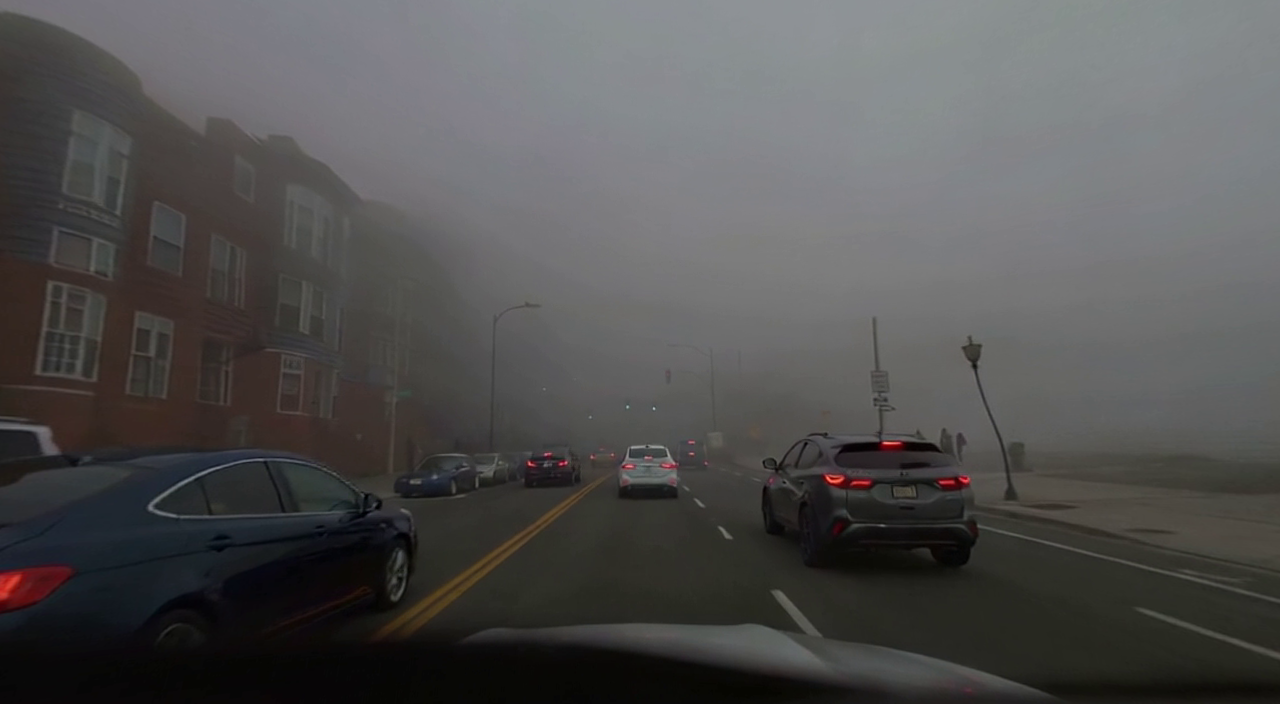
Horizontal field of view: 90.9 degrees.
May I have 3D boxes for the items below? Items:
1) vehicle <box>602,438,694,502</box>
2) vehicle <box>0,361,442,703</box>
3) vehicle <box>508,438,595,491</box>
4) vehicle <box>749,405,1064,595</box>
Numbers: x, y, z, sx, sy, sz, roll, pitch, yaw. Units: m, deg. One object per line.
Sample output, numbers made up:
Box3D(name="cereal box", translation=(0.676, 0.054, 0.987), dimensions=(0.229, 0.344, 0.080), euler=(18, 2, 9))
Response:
Box3D(name="vehicle", translation=(0.179, 3.077, 16.850), dimensions=(2.139, 1.466, 4.373), euler=(0, -9, 0))
Box3D(name="vehicle", translation=(-3.022, 1.143, 4.080), dimensions=(2.085, 1.619, 3.976), euler=(0, -9, 1))
Box3D(name="vehicle", translation=(-2.705, 3.607, 20.520), dimensions=(2.019, 1.507, 4.643), euler=(0, -9, 2))
Box3D(name="vehicle", translation=(2.805, 1.690, 8.001), dimensions=(2.094, 1.709, 4.394), euler=(0, -9, 1))
